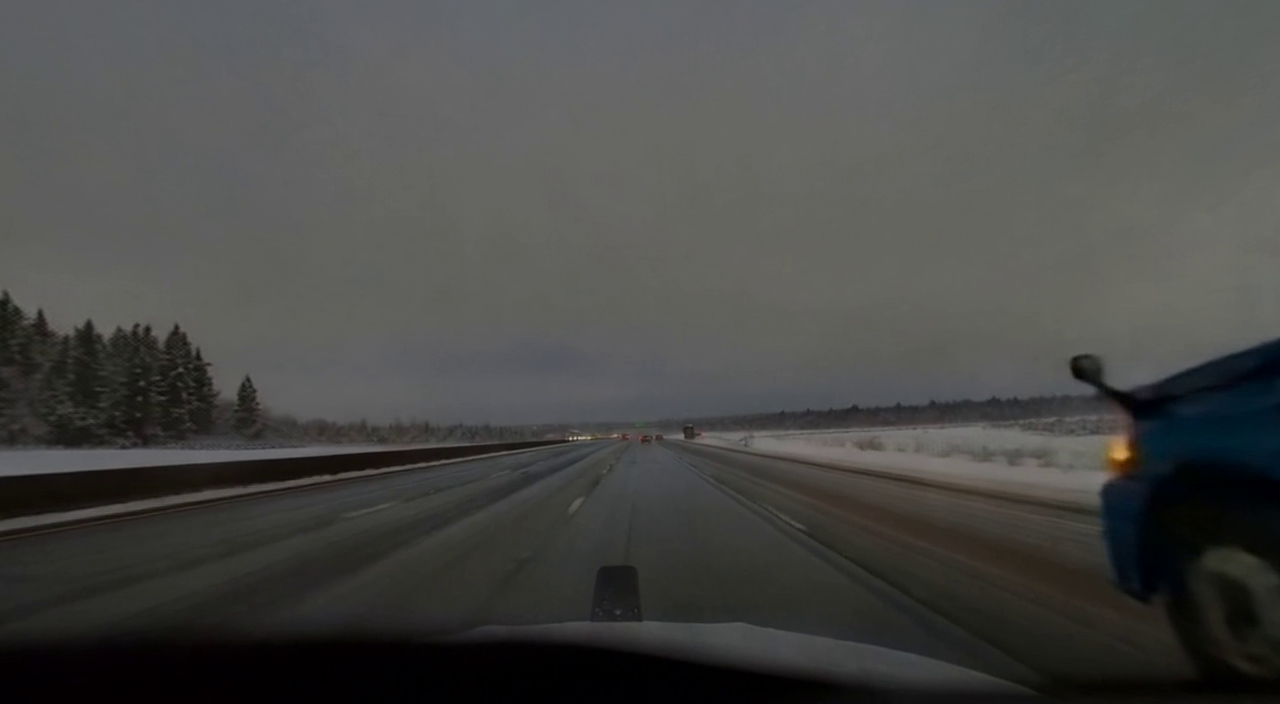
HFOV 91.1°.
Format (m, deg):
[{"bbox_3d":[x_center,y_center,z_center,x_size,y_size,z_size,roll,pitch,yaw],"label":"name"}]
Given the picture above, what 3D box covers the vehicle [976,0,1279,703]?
[{"bbox_3d":[4.179,-0.497,1.766,3.049,3.826,6.146,-1,-8,2],"label":"vehicle"}]
